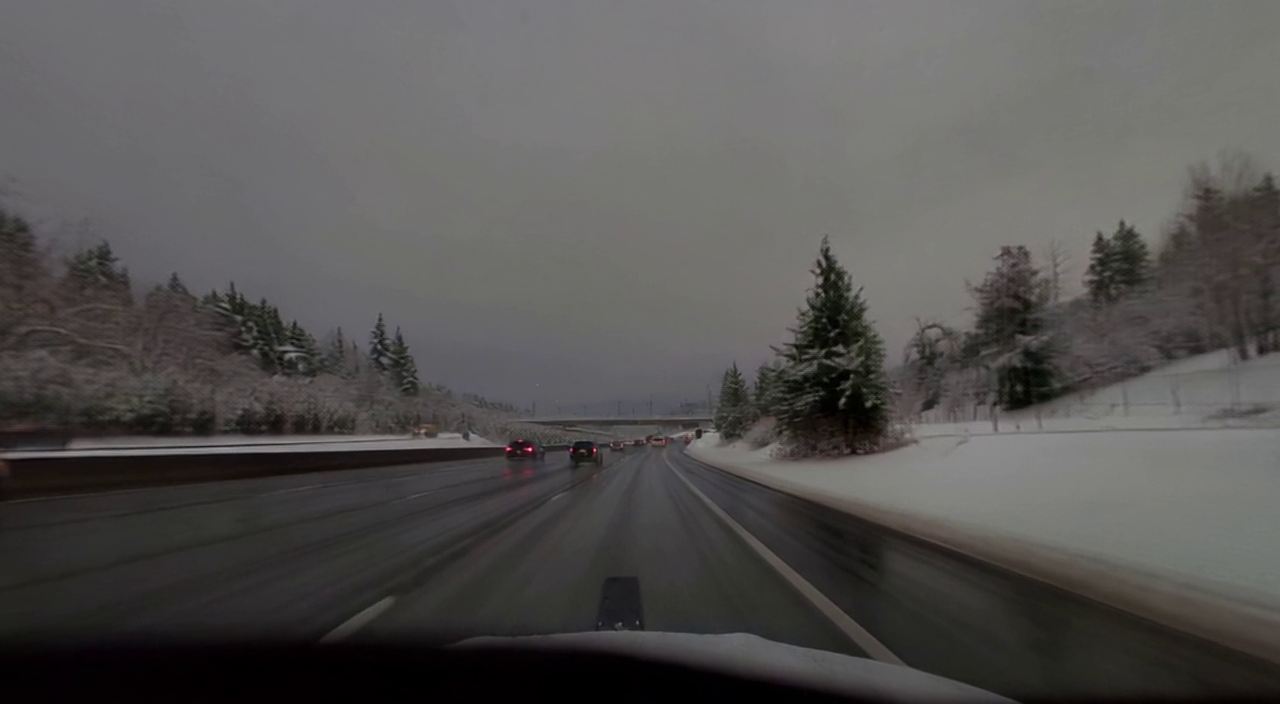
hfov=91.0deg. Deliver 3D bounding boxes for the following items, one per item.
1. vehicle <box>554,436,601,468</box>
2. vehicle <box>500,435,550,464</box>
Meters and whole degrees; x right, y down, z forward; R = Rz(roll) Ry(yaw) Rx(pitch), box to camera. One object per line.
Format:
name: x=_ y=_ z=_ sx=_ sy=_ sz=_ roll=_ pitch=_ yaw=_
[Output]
vehicle: x=-3.504 y=5.705 z=36.024 sx=2.035 sy=1.673 sz=4.469 roll=0 pitch=-9 yaw=2
vehicle: x=-7.094 y=6.110 z=39.385 sx=2.108 sy=1.686 sz=4.556 roll=0 pitch=-9 yaw=3
